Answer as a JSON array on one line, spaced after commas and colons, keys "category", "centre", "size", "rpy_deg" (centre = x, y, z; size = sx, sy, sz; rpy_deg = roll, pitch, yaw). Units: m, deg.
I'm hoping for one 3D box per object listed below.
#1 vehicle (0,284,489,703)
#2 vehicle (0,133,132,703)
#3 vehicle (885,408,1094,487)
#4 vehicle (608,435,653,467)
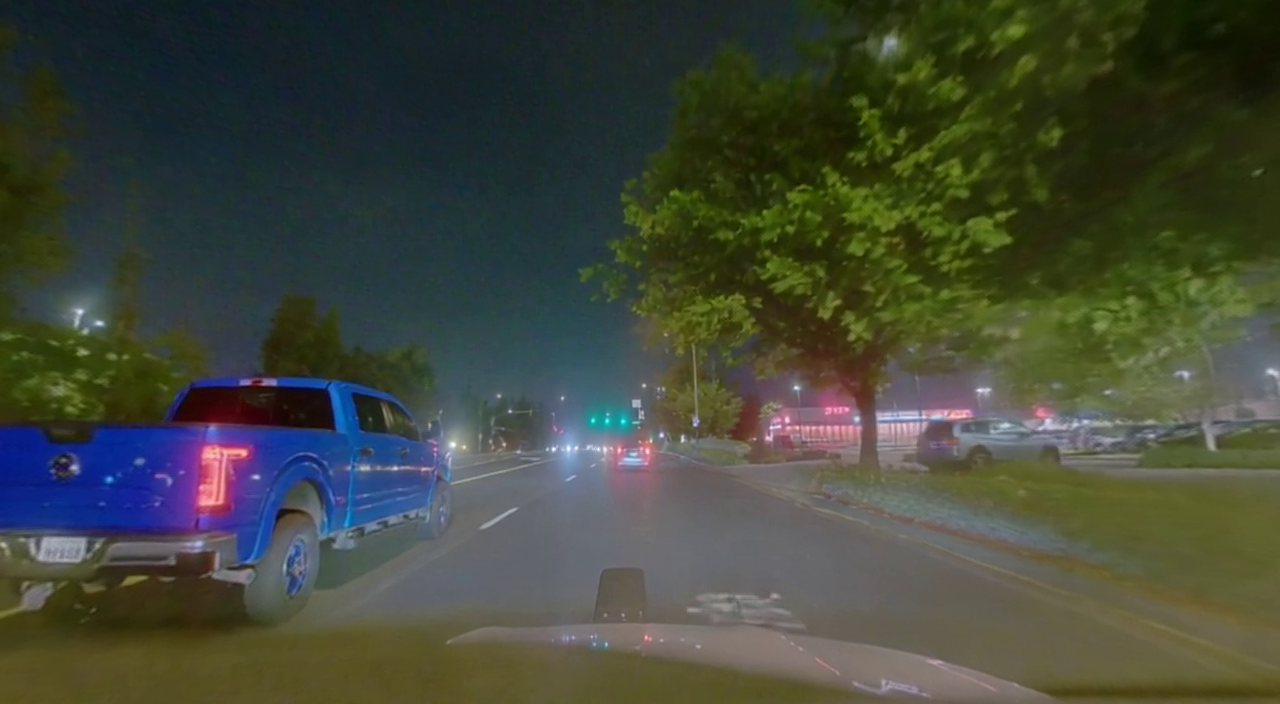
[{"category": "vehicle", "centre": [-3.717, 1.178, 6.251], "size": [2.552, 2.079, 6.810], "rpy_deg": [0, -8, 1]}, {"category": "vehicle", "centre": [-3.752, 0.162, 0.221], "size": [2.733, 2.495, 5.037], "rpy_deg": [0, -8, 2]}, {"category": "vehicle", "centre": [8.938, 2.422, 16.029], "size": [5.109, 1.735, 1.997], "rpy_deg": [4, -9, -26]}, {"category": "vehicle", "centre": [-0.465, 5.184, 33.020], "size": [2.191, 1.530, 4.470], "rpy_deg": [0, -8, 0]}]
